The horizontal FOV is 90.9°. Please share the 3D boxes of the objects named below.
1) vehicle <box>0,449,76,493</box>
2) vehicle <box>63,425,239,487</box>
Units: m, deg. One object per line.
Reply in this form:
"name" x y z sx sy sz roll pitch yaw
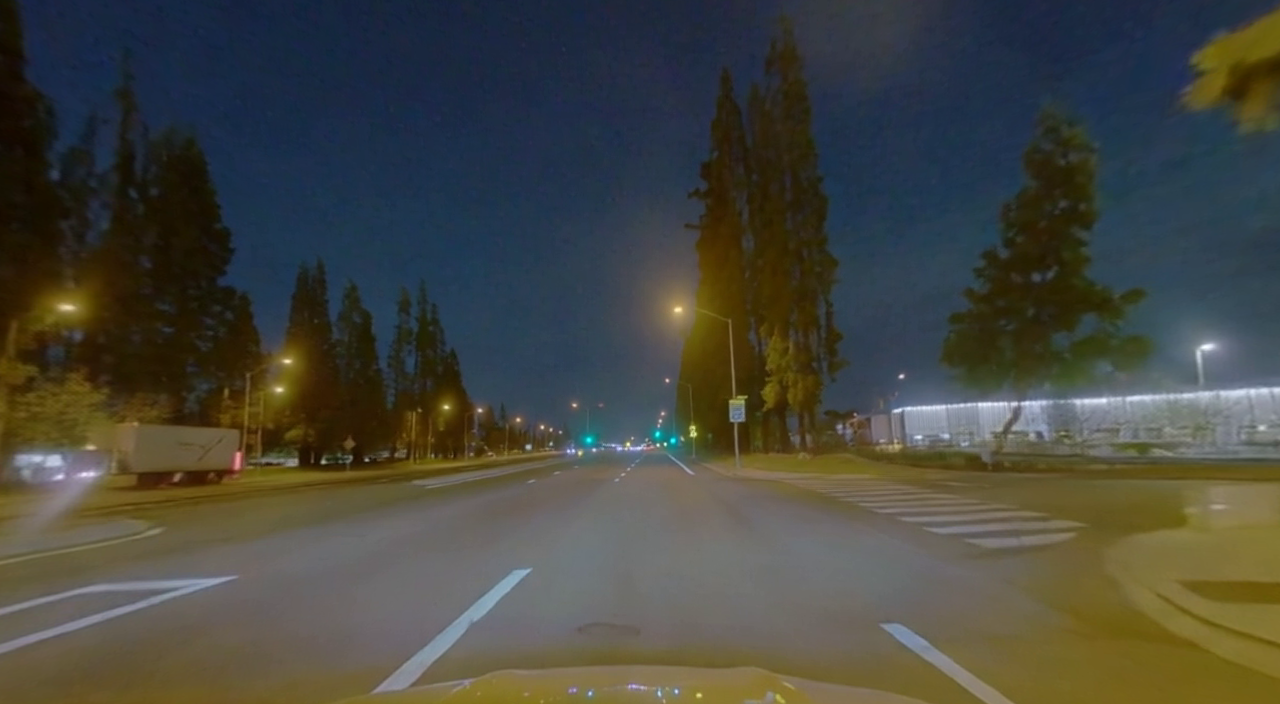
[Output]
"vehicle" -34.466 6.416 34.113 5.521 2.214 2.704 -2 -8 7
"vehicle" -34.616 7.460 45.685 2.955 3.868 11.255 -1 -8 5
